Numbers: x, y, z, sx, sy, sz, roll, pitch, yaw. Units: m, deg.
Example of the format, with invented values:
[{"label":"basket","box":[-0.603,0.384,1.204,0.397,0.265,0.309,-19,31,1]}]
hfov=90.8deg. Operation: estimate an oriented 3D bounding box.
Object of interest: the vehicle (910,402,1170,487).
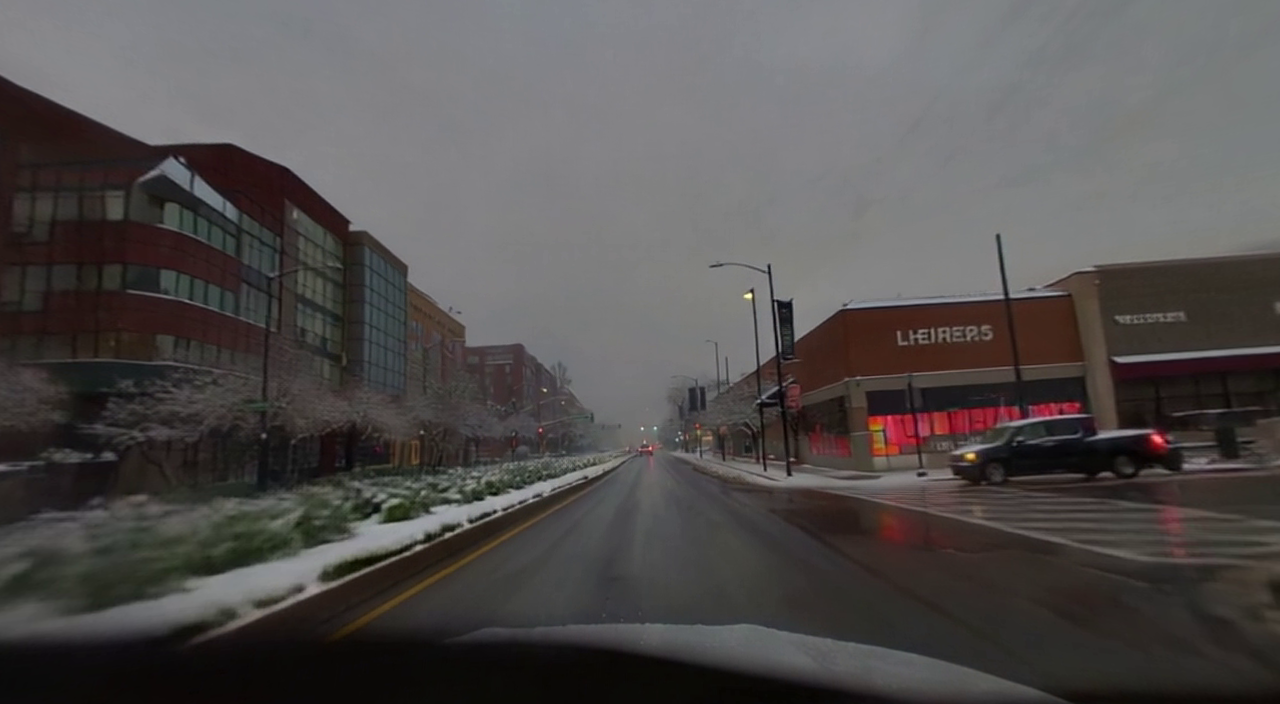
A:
[{"label":"vehicle","box":[9.310,2.239,15.260,4.694,1.826,2.226,-2,-9,11]}]
